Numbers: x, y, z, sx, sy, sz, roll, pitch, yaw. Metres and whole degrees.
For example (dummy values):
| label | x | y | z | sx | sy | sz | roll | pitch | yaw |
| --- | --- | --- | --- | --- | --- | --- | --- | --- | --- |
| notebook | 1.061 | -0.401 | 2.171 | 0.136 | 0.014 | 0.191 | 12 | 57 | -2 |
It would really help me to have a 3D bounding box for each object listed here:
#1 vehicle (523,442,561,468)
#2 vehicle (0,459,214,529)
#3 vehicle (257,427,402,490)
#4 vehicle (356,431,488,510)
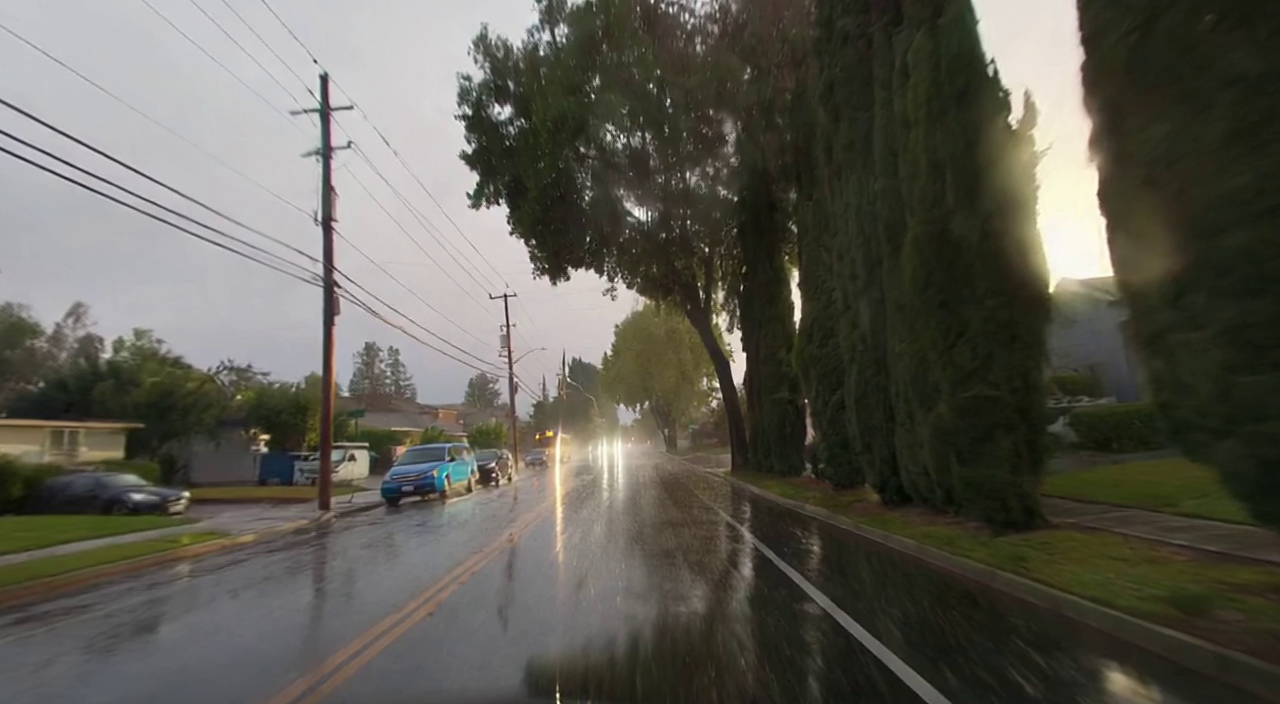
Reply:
| label | x | y | z | sx | sy | sz | roll | pitch | yaw |
| --- | --- | --- | --- | --- | --- | --- | --- | --- | --- |
| vehicle | -6.796 | 7.163 | 44.031 | 2.023 | 1.721 | 4.418 | 0 | -8 | -1 |
| vehicle | -12.736 | 3.279 | 14.910 | 4.267 | 1.459 | 1.801 | -2 | -9 | 9 |
| vehicle | -14.457 | 4.982 | 29.559 | 5.883 | 2.467 | 2.214 | -5 | -9 | 9 |
| vehicle | -6.617 | 3.642 | 19.968 | 2.284 | 1.939 | 5.502 | -5 | -9 | -2 |
